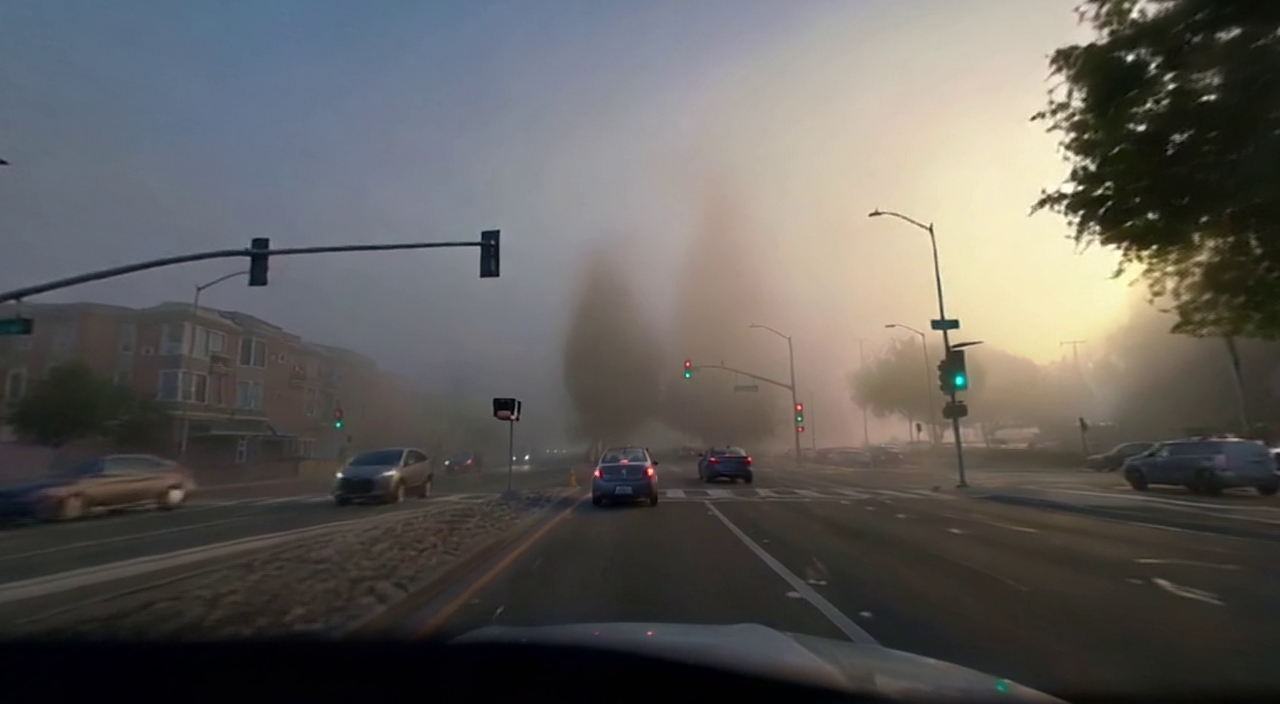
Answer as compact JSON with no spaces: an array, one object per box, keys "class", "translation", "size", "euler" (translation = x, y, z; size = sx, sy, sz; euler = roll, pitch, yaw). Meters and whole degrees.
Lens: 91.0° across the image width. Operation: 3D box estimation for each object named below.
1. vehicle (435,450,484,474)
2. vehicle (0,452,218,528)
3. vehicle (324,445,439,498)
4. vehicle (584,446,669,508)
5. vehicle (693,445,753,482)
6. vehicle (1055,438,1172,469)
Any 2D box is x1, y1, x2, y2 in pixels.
[{"class":"vehicle","translation":[-12.067,7.375,42.401],"size":[1.963,1.504,4.640],"euler":[0,-9,0]},{"class":"vehicle","translation":[-12.327,3.131,14.842],"size":[1.904,1.475,4.068],"euler":[0,-9,0]},{"class":"vehicle","translation":[-8.536,3.962,21.283],"size":[1.966,1.571,4.479],"euler":[0,-9,0]},{"class":"vehicle","translation":[-0.340,3.295,17.053],"size":[2.010,1.447,4.121],"euler":[0,-9,0]},{"class":"vehicle","translation":[3.586,4.890,27.851],"size":[2.023,1.506,3.816],"euler":[0,-9,-2]},{"class":"vehicle","translation":[26.041,5.608,34.753],"size":[4.665,1.612,1.937],"euler":[-1,-9,8]}]
